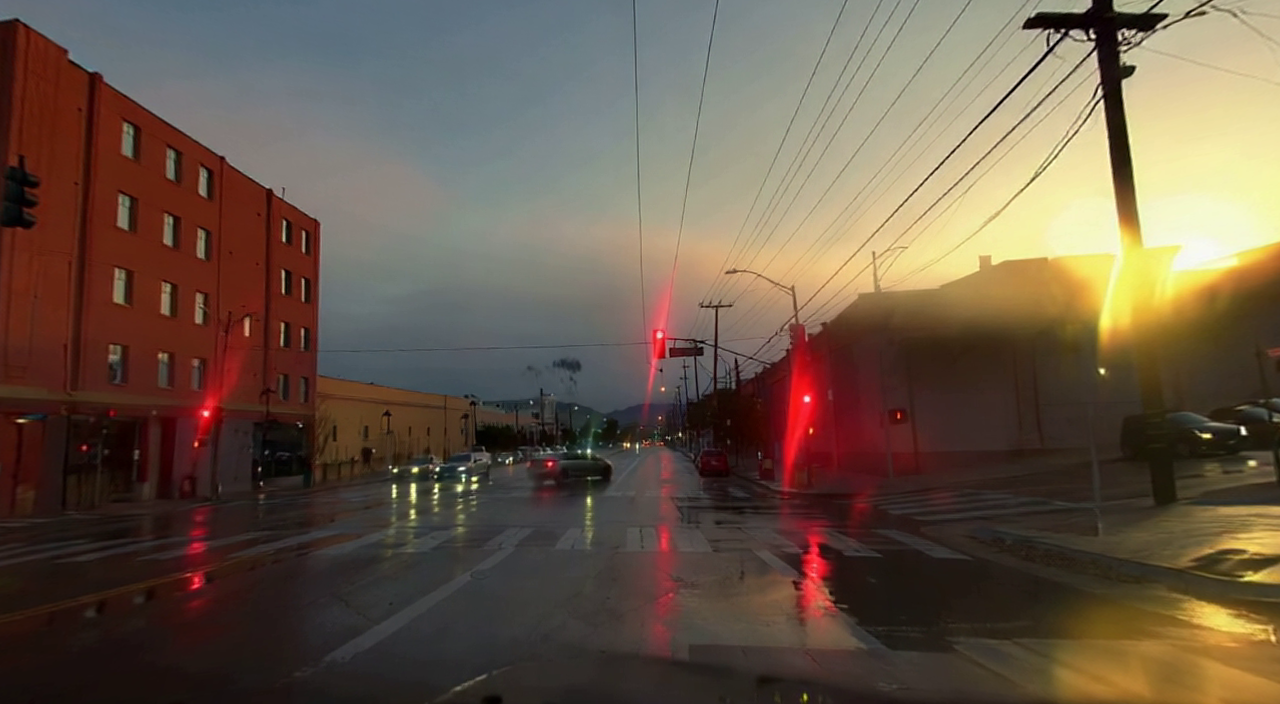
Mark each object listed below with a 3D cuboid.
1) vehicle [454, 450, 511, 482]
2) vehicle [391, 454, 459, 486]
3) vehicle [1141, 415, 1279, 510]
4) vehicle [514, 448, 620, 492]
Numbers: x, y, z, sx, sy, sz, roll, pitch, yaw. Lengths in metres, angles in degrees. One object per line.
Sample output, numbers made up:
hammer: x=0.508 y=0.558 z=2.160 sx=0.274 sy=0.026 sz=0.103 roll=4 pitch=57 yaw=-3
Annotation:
vehicle: x=-8.720 y=6.331 z=35.270 sx=2.020 sy=1.672 sz=3.842 roll=0 pitch=-9 yaw=3
vehicle: x=-12.028 y=6.603 z=35.578 sx=1.943 sy=1.574 sz=4.727 roll=0 pitch=-9 yaw=3
vehicle: x=12.663 y=2.200 z=12.768 sx=3.234 sy=1.746 sz=1.941 roll=-1 pitch=-9 yaw=1
vehicle: x=-2.973 y=4.897 z=26.647 sx=2.120 sy=1.650 sz=4.525 roll=-5 pitch=-10 yaw=31
